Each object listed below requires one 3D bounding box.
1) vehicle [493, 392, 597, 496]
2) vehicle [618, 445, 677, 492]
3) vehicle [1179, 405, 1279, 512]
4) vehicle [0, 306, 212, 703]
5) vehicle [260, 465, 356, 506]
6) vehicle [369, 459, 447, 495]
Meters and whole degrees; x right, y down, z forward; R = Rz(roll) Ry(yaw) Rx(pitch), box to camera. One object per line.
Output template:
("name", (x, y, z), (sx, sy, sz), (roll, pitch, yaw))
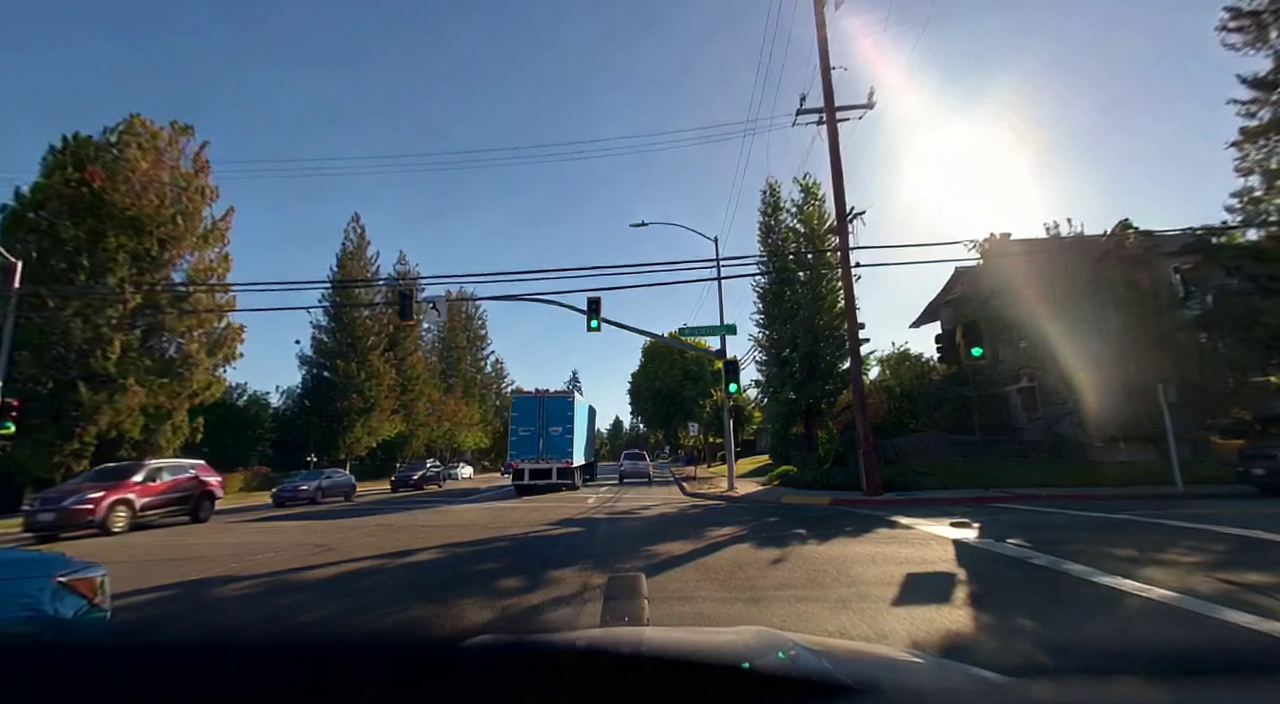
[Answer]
("vehicle", (-3.645, 3.902, 26.775), (2.928, 3.658, 8.980), (0, -9, 1))
("vehicle", (0.295, 4.633, 25.481), (2.174, 1.749, 4.113), (0, -8, 1))
("vehicle", (12.978, 1.882, 11.259), (4.628, 1.751, 1.997), (-1, -9, 5))
("vehicle", (-3.176, 0.578, 0.809), (2.093, 1.832, 4.508), (0, -9, -1))
("vehicle", (-15.256, 6.126, 29.285), (1.933, 1.606, 4.553), (0, -9, 1))
("vehicle", (-11.988, 6.483, 32.975), (2.290, 1.644, 4.553), (0, -9, 1))
